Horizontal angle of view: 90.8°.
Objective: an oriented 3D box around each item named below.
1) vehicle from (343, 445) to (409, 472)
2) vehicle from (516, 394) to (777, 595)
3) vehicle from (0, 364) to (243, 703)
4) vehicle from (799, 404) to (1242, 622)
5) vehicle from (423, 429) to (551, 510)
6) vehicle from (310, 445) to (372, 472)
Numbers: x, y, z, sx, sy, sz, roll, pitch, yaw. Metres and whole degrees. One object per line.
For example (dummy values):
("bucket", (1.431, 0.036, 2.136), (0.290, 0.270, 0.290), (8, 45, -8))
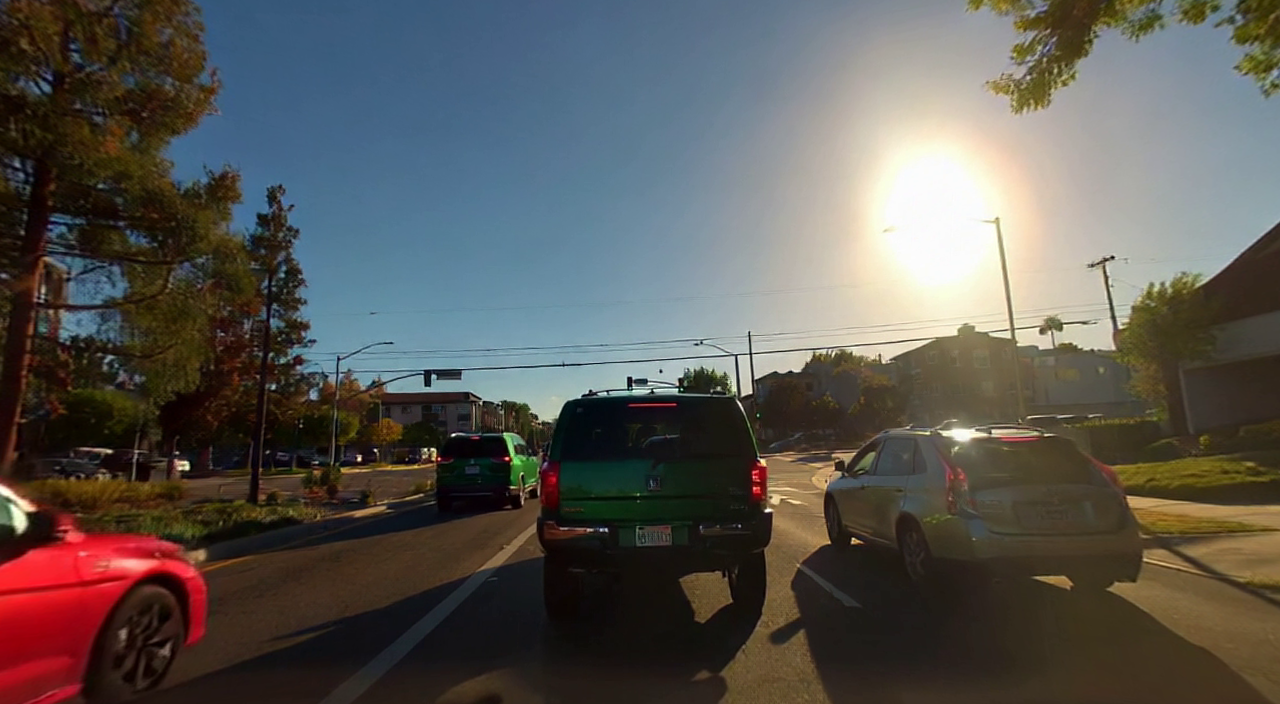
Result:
("vehicle", (-18.073, 7.296, 43.563), (2.211, 1.694, 5.157), (0, -9, 1))
("vehicle", (0.028, 1.547, 7.595), (2.294, 1.761, 3.857), (0, -9, -1))
("vehicle", (-3.408, 0.720, 1.451), (2.065, 1.603, 4.459), (0, -9, 0))
("vehicle", (3.470, 1.554, 7.058), (2.202, 1.657, 4.298), (0, -9, -1))
("vehicle", (-3.424, 2.716, 14.992), (1.961, 1.639, 4.064), (0, -9, 1))
("vehicle", (-22.151, 7.895, 47.087), (1.993, 1.844, 5.316), (0, -9, 0))
